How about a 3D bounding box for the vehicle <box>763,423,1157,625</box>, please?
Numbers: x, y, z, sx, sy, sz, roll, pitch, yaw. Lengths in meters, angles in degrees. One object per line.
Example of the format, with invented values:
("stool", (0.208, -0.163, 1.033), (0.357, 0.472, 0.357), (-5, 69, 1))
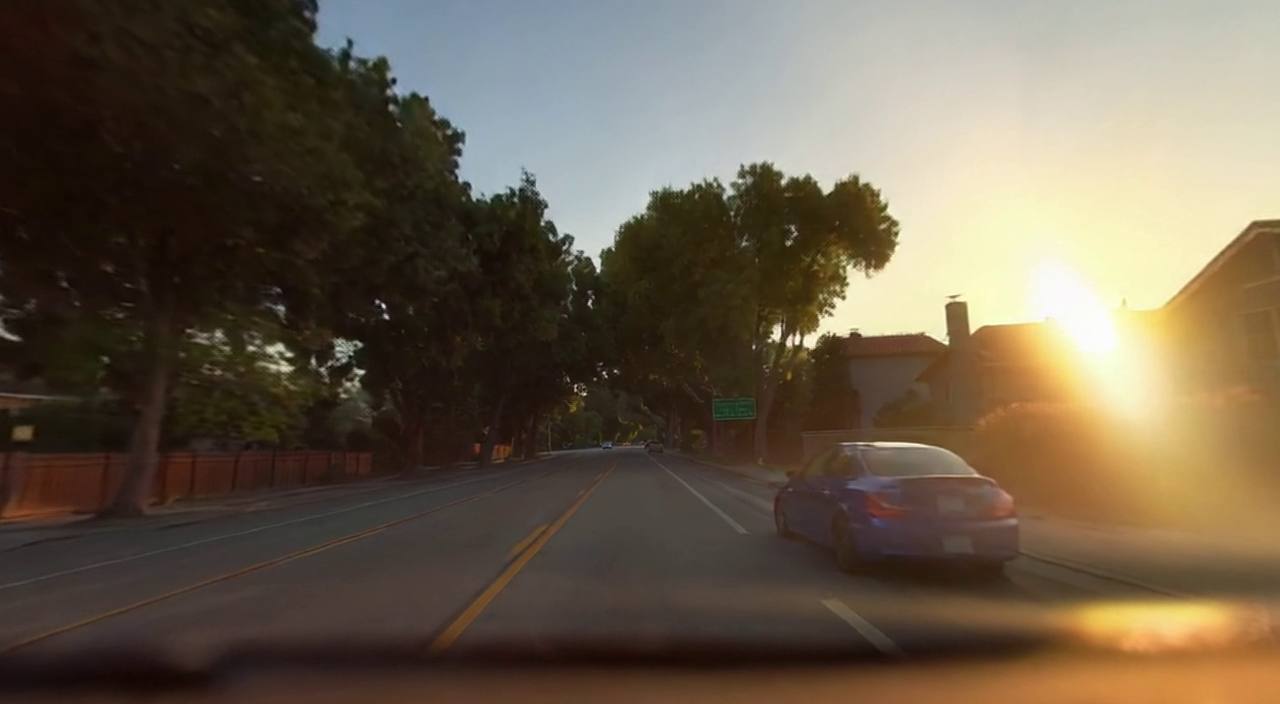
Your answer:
("vehicle", (2.795, 1.594, 6.828), (1.991, 1.476, 4.153), (1, -9, -1))
